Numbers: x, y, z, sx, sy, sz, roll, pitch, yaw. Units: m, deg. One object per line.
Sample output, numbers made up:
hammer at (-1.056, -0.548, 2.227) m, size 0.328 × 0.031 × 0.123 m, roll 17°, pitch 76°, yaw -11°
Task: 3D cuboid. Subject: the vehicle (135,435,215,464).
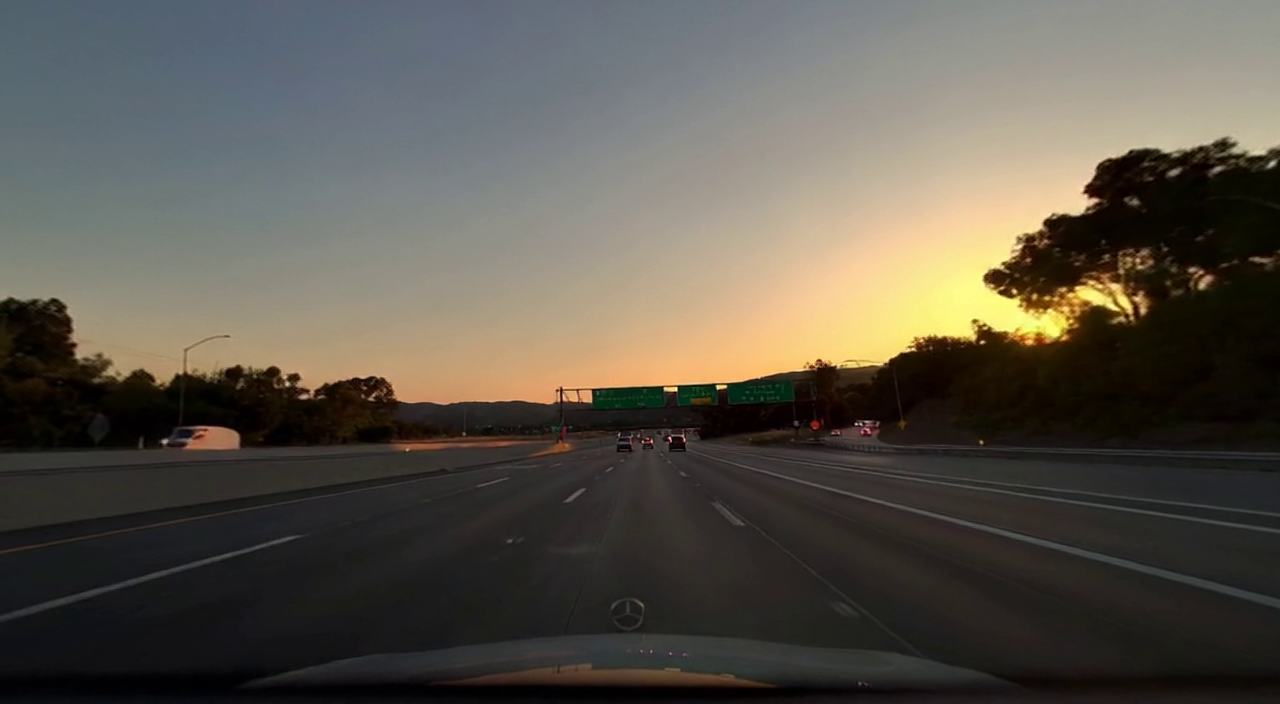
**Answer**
vehicle at (-36.075, 7.590, 49.160) m, size 2.264 × 2.044 × 5.536 m, roll 0°, pitch -8°, yaw -3°
